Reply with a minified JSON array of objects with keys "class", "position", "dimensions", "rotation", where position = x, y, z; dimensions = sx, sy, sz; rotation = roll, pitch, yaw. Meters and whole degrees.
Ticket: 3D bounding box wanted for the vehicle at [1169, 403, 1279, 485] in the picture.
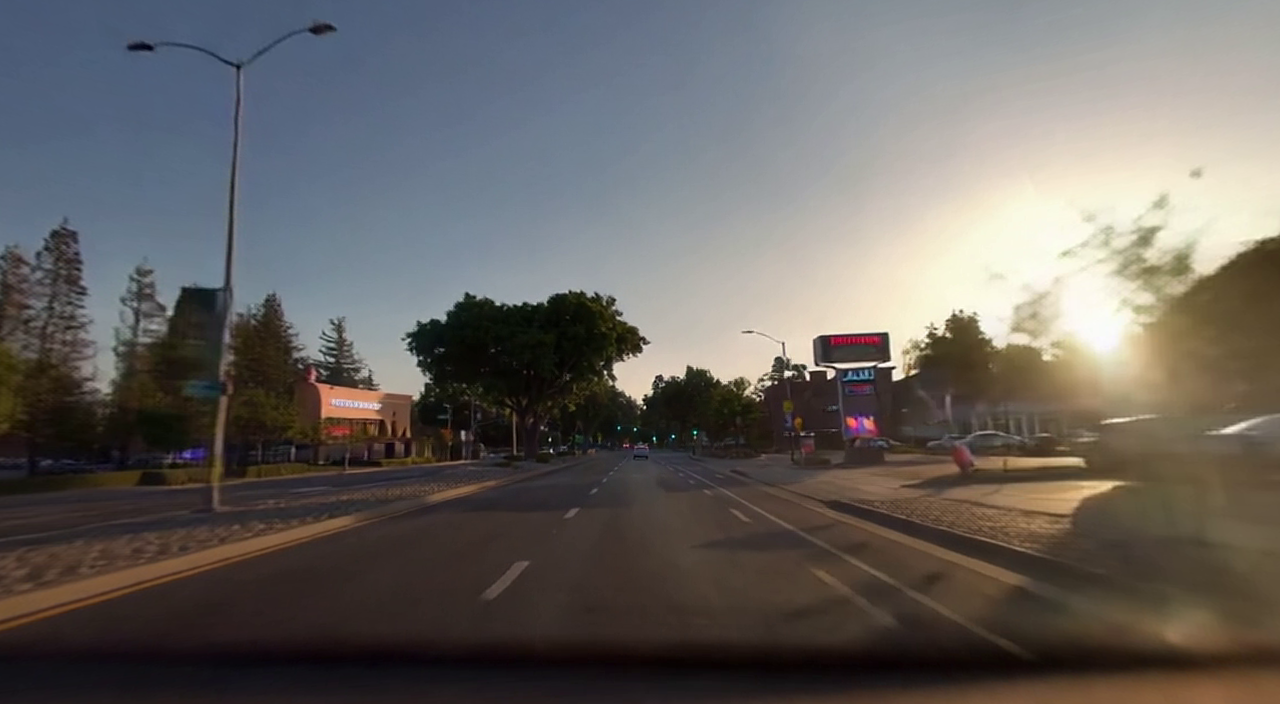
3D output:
[{"class":"vehicle","position":[13.793,1.866,12.911],"dimensions":[4.310,1.488,2.003],"rotation":[1,-9,-6]}]
